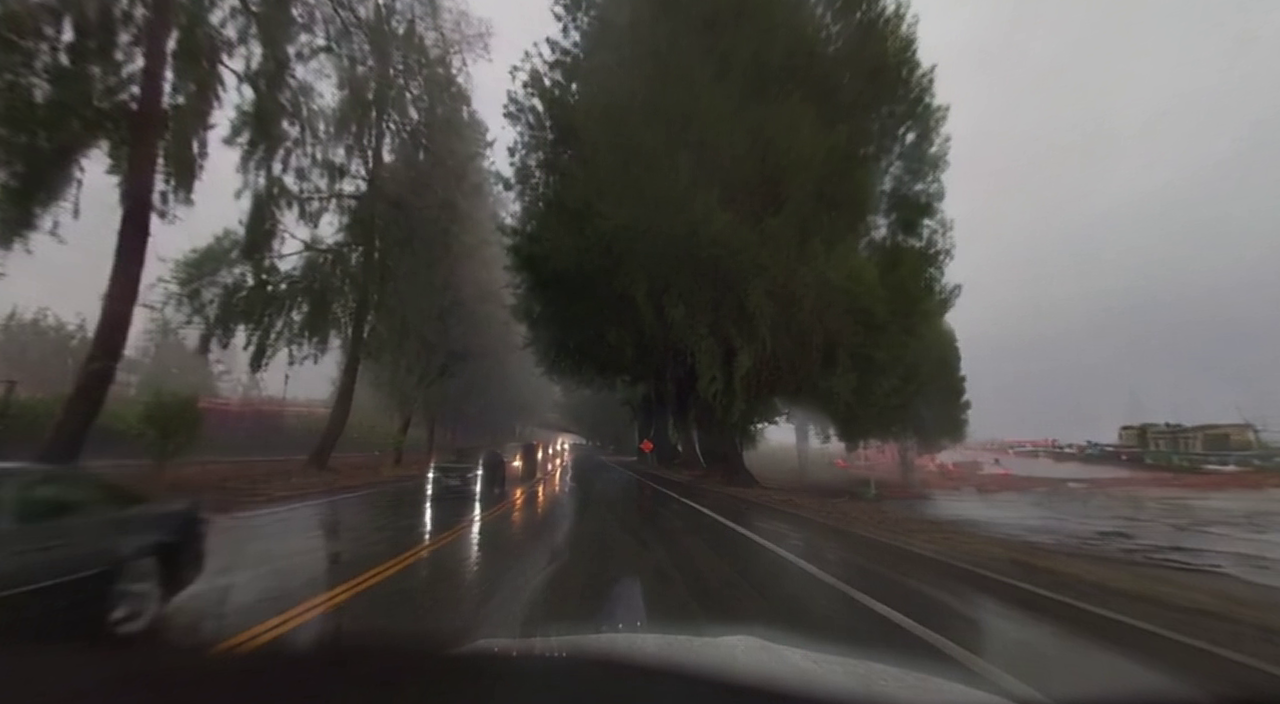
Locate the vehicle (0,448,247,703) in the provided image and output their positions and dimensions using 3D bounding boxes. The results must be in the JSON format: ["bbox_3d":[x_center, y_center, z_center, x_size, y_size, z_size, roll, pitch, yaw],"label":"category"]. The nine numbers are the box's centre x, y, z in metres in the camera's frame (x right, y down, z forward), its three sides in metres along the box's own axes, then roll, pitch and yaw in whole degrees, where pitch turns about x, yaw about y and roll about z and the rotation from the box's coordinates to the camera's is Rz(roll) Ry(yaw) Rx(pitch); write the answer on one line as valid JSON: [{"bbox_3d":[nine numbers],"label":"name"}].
[{"bbox_3d":[-4.549,1.262,3.484,1.975,1.415,4.194,-1,-9,2],"label":"vehicle"}]

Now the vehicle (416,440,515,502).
[{"bbox_3d":[-5.117,3.534,19.134,2.001,1.642,3.942,0,-9,-2],"label":"vehicle"}]

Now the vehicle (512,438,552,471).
[{"bbox_3d":[-7.109,6.804,42.095,2.064,2.009,4.512,0,-9,-3],"label":"vehicle"}]
